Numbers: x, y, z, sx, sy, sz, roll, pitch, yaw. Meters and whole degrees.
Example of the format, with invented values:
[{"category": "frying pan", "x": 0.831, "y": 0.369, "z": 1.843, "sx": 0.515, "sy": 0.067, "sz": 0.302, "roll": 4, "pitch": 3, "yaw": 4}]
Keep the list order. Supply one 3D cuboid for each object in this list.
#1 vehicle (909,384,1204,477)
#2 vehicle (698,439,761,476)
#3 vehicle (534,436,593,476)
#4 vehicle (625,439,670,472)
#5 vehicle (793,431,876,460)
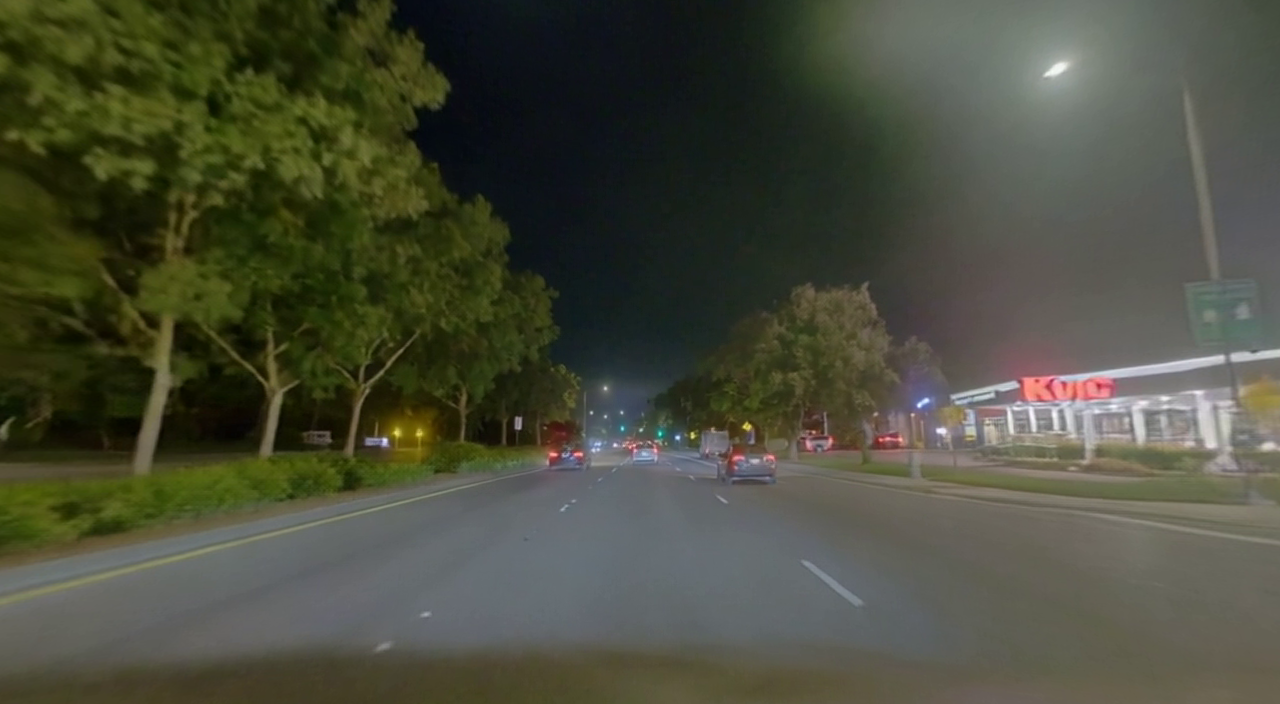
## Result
[{"category": "vehicle", "x": 14.771, "y": 2.933, "z": 23.032, "sx": 8.343, "sy": 3.028, "sz": 3.002, "roll": -1, "pitch": -10, "yaw": 3}, {"category": "vehicle", "x": 3.766, "y": 4.514, "z": 27.286, "sx": 2.012, "sy": 1.462, "sz": 4.400, "roll": 0, "pitch": -8, "yaw": -1}, {"category": "vehicle", "x": -3.266, "y": 4.523, "z": 27.735, "sx": 1.995, "sy": 1.607, "sz": 4.086, "roll": 0, "pitch": -8, "yaw": 1}, {"category": "vehicle", "x": 0.332, "y": 4.983, "z": 30.637, "sx": 2.059, "sy": 1.477, "sz": 4.216, "roll": 0, "pitch": -8, "yaw": 0}, {"category": "vehicle", "x": 13.635, "y": 6.588, "z": 44.463, "sx": 5.144, "sy": 1.834, "sz": 2.188, "roll": -2, "pitch": -8, "yaw": 2}]
